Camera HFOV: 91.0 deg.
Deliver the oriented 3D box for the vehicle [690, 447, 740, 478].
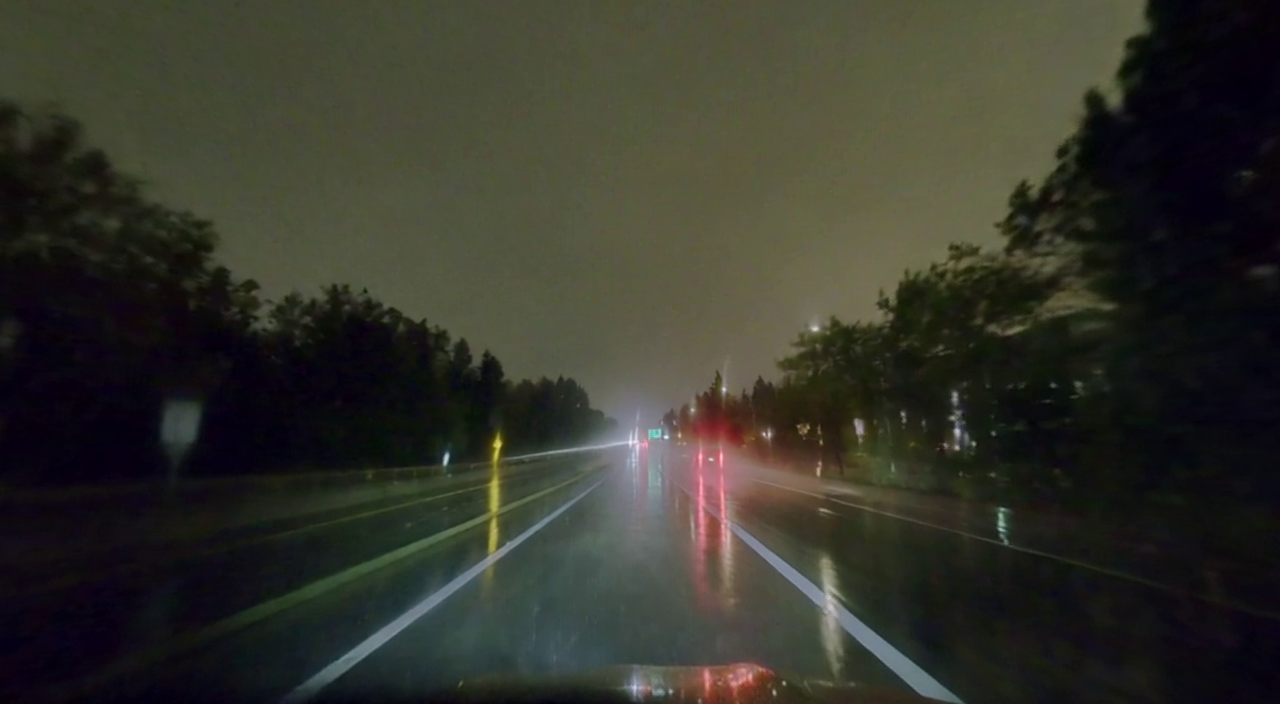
[{"bbox_3d":[3.874,5.818,33.435,2.115,1.522,4.330,0,-9,0],"label":"vehicle"}]
